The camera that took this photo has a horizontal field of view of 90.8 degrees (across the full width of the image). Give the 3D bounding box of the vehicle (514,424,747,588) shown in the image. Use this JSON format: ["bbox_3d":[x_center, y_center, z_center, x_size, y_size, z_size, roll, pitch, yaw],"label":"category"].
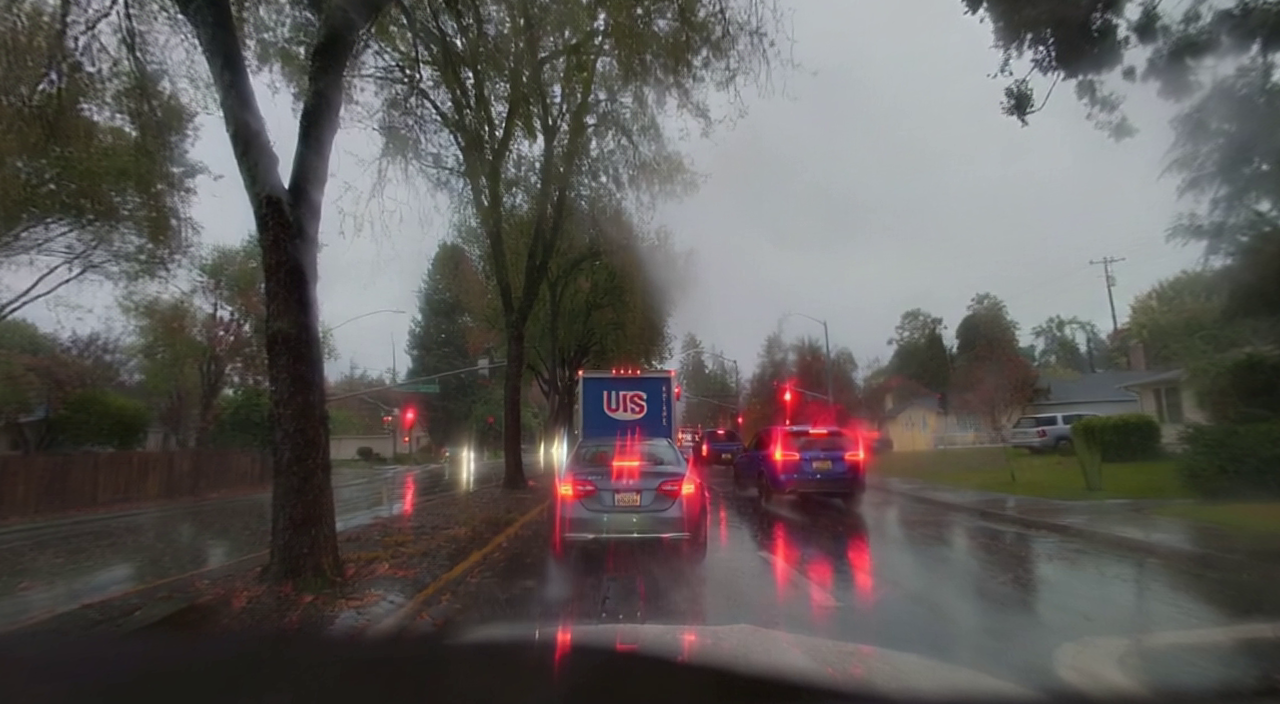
[{"bbox_3d":[-0.144,1.732,7.983,2.135,1.483,4.207,0,-8,-2],"label":"vehicle"}]

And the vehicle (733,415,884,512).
[{"bbox_3d":[3.604,2.490,14.541,2.145,1.847,4.524,0,-8,-1],"label":"vehicle"}]
